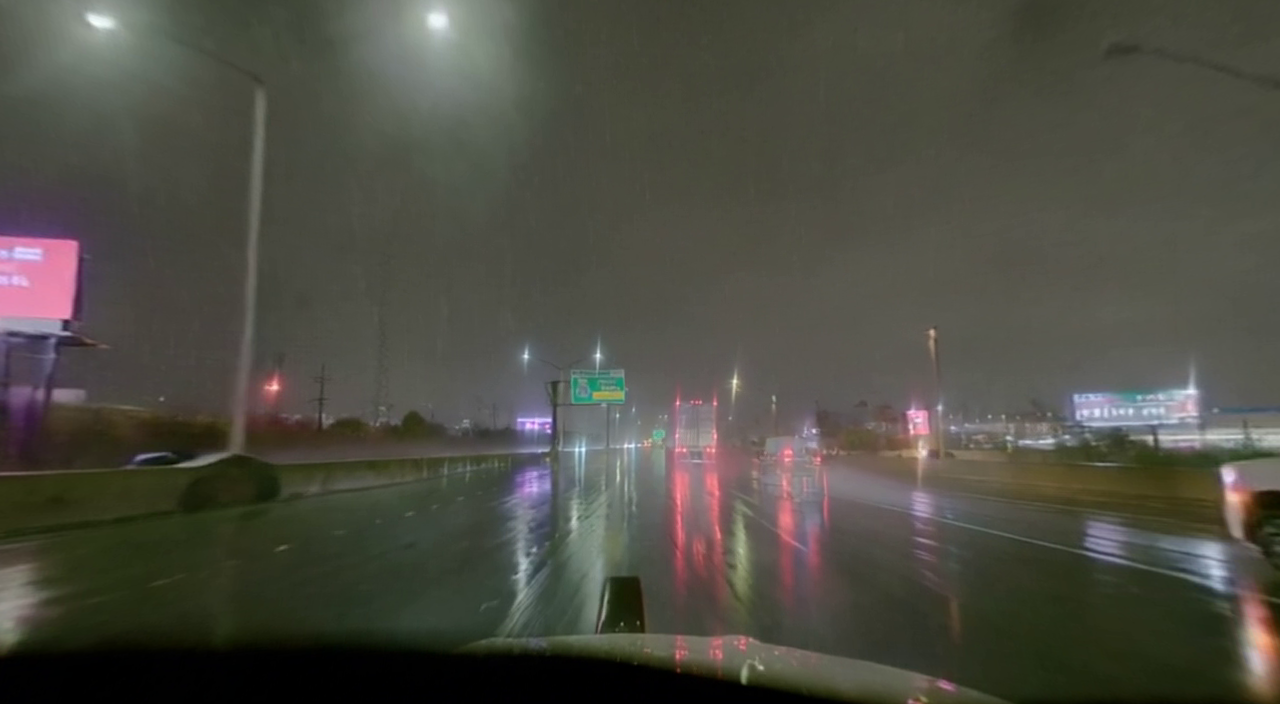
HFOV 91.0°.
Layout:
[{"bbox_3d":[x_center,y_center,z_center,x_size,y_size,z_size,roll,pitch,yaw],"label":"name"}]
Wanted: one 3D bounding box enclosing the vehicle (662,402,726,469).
[{"bbox_3d":[3.724,6.552,48.212,3.247,4.224,15.996,0,-9,-1],"label":"vehicle"}]
